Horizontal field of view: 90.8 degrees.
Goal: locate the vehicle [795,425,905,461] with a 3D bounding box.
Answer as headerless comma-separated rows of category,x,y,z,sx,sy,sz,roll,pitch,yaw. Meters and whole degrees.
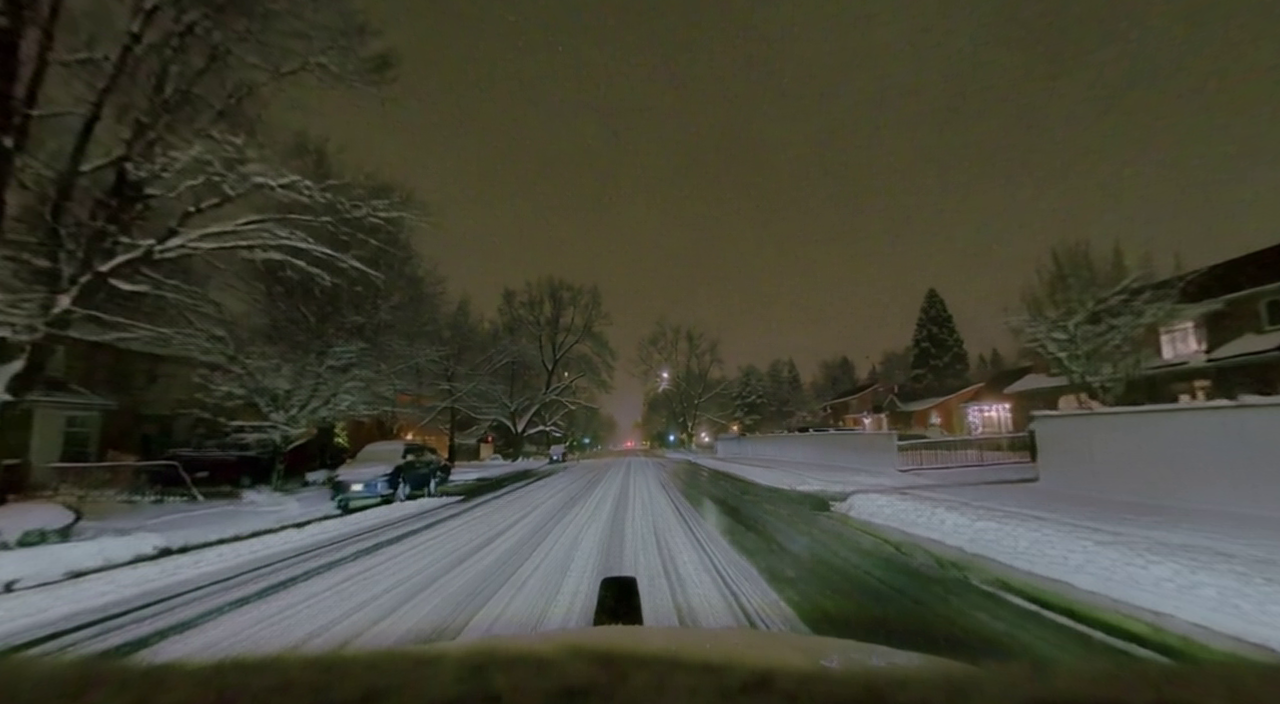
vehicle,11.853,5.158,35.894,5.367,1.953,2.257,1,-9,-8

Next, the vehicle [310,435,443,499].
vehicle,-8.567,3.820,21.188,2.352,1.843,4.979,-1,-10,0
